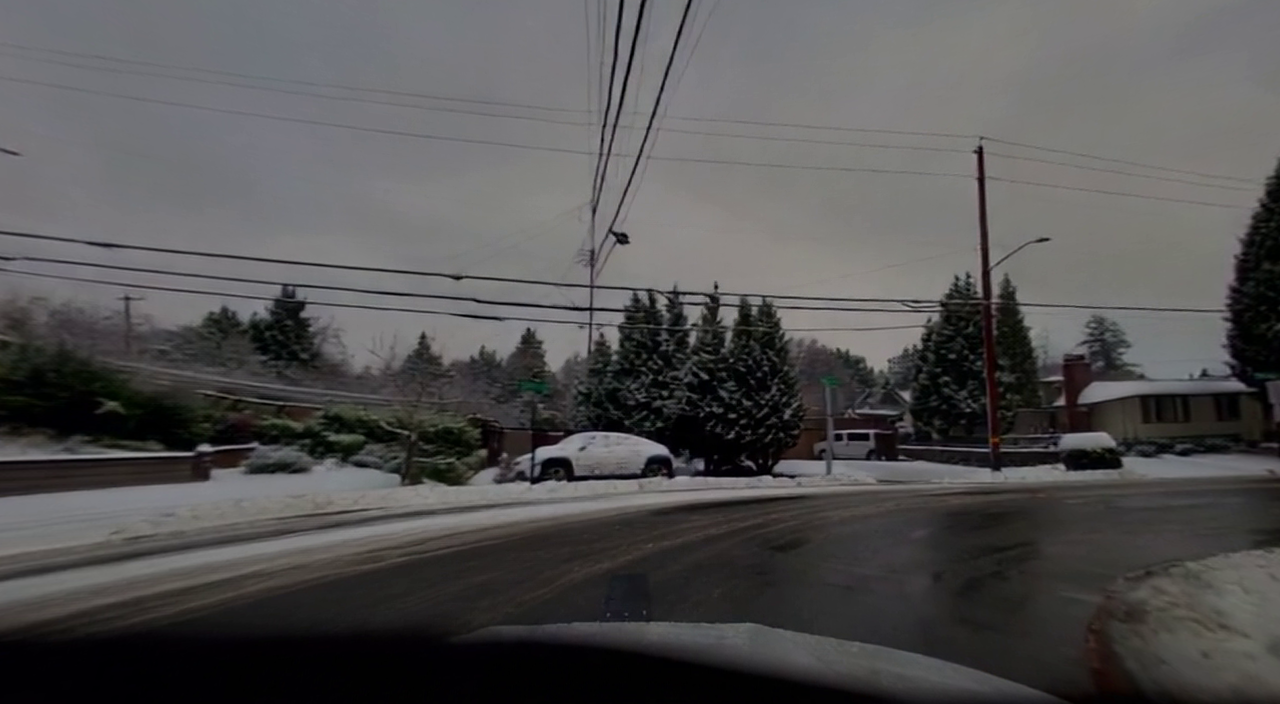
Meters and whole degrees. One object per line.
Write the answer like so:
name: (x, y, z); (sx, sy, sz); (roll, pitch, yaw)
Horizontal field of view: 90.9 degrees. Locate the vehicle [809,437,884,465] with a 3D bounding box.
vehicle: (12.234, 5.883, 37.494); (3.784, 1.532, 1.650); (-1, -9, -3)
